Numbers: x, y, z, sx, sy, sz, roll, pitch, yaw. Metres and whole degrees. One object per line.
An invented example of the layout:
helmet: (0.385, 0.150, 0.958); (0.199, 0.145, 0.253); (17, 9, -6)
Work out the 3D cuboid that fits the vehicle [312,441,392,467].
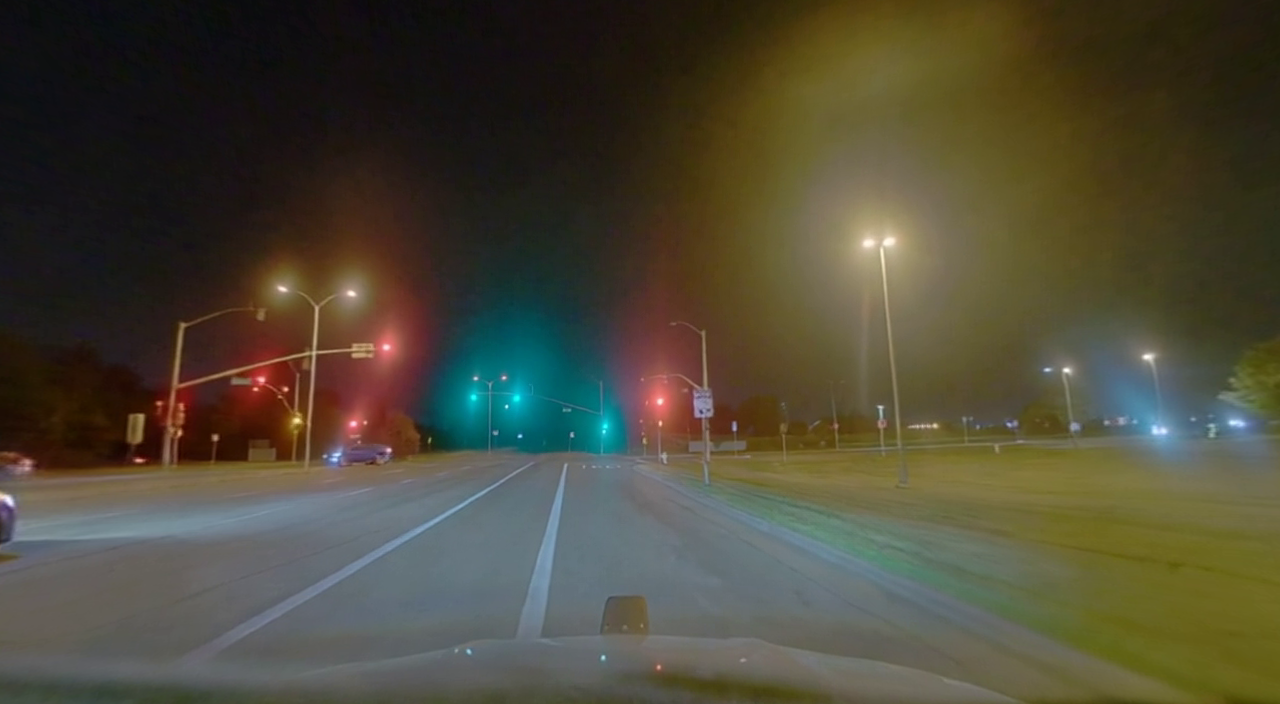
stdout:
vehicle: (-18.458, 6.530, 40.600); (1.837, 1.530, 4.570); (-4, -9, 23)
